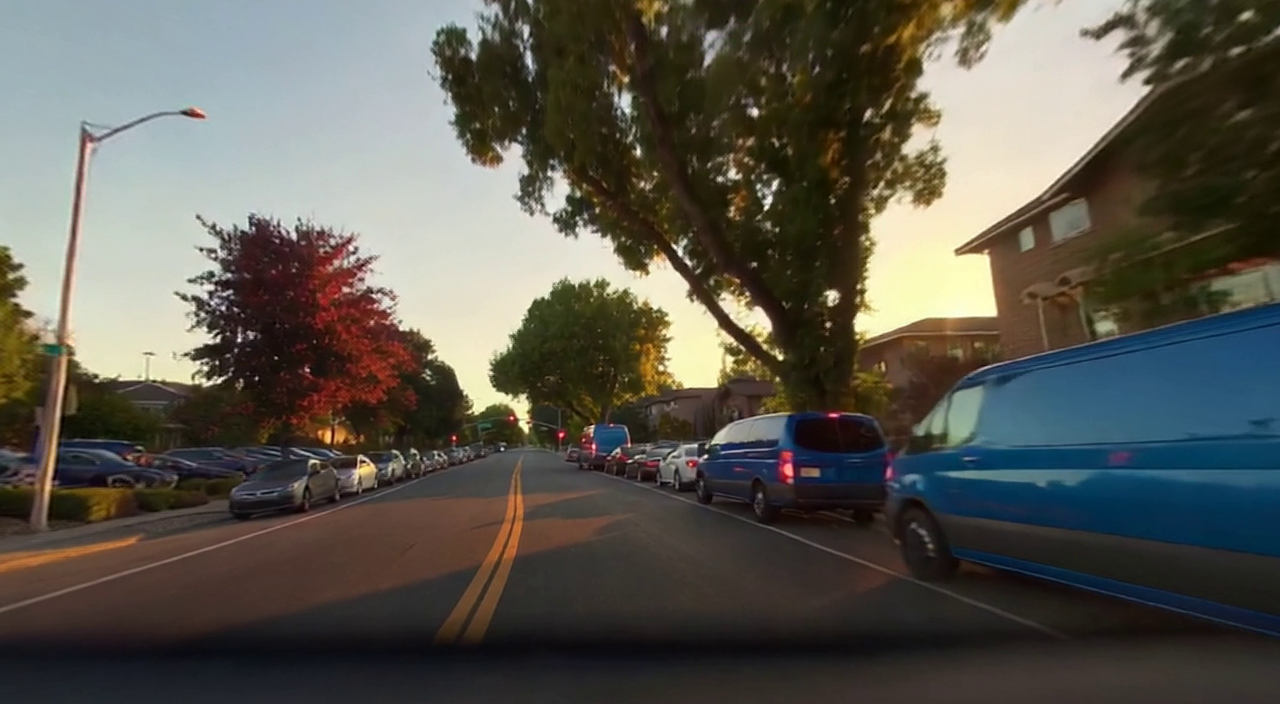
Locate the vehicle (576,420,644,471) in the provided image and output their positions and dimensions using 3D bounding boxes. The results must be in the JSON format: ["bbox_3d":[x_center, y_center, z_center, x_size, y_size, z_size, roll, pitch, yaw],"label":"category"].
[{"bbox_3d":[-2.054,5.851,39.553,3.089,2.882,6.770,1,-9,-13],"label":"vehicle"}]

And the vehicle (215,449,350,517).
[{"bbox_3d":[-9.384,3.402,16.973,1.950,1.489,4.214,0,-8,-12],"label":"vehicle"}]

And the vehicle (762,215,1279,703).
[{"bbox_3d":[4.016,0.766,4.457,3.041,2.164,10.370,-1,-9,-7],"label":"vehicle"}]

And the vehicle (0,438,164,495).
[{"bbox_3d":[-18.782,3.735,20.758,4.422,1.689,2.021,0,-9,-7],"label":"vehicle"}]
